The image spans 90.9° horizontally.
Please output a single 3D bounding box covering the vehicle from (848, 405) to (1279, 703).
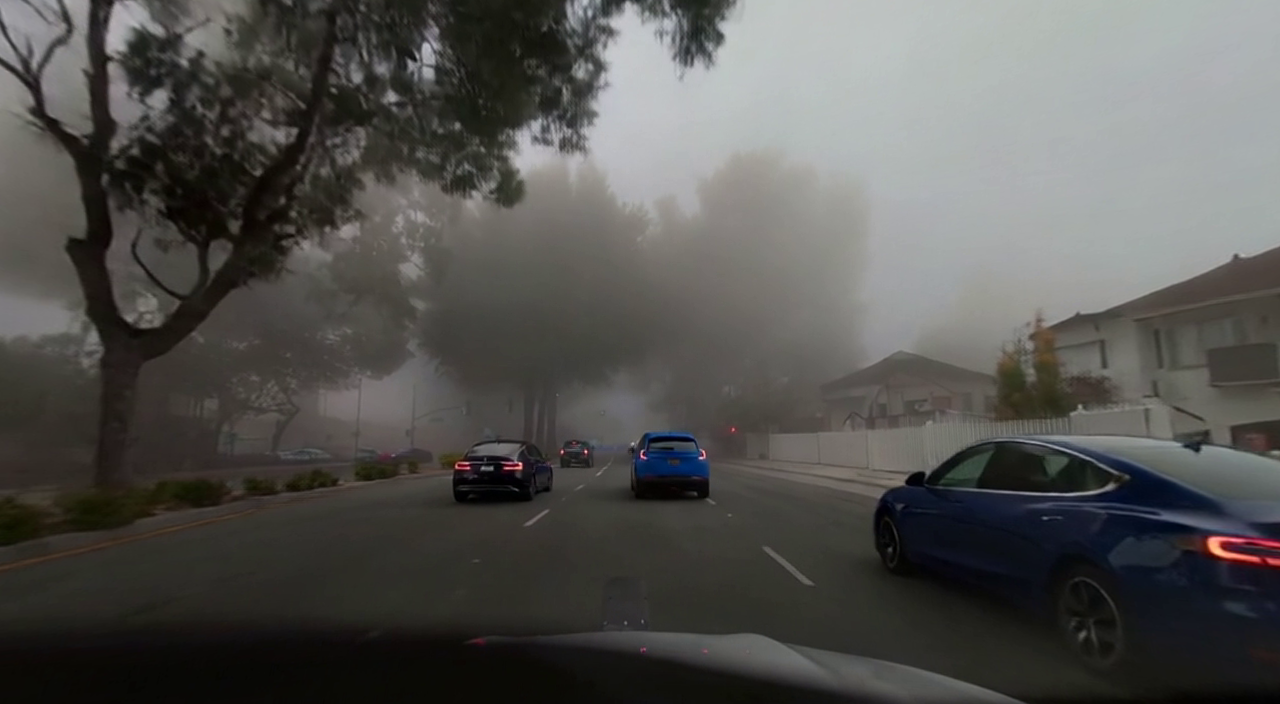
[{"bbox_3d":[3.450,1.307,4.881,2.017,1.491,4.611,0,-8,-1],"label":"vehicle"}]

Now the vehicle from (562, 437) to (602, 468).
[{"bbox_3d":[-3.411,6.070,38.071,2.014,1.755,4.360,0,-8,0],"label":"vehicle"}]

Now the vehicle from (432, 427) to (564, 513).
[{"bbox_3d":[-3.103,2.689,14.885,2.043,1.687,4.676,0,-8,0],"label":"vehicle"}]

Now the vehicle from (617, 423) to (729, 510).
[{"bbox_3d":[0.620,2.653,15.024,2.280,1.747,4.361,0,-8,-1],"label":"vehicle"}]

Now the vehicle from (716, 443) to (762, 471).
[{"bbox_3d":[5.668,6.062,36.607,2.010,1.486,4.498,0,-8,1],"label":"vehicle"}]
